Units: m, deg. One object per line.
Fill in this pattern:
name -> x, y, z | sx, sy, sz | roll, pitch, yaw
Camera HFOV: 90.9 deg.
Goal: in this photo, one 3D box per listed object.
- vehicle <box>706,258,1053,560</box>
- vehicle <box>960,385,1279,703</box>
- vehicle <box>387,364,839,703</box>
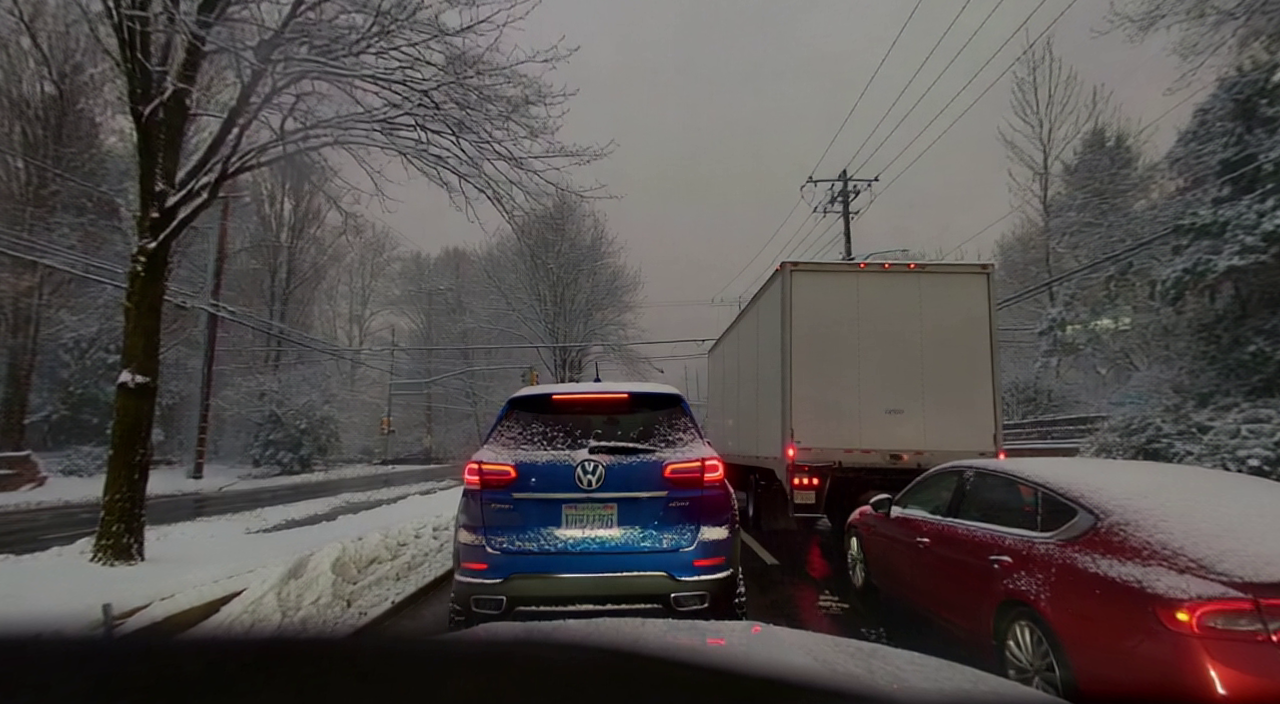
vehicle -> 3.233, 1.256, 11.840 | 2.915, 3.559, 8.848 | 0, -8, -1
vehicle -> 2.828, 0.751, 1.196 | 1.971, 1.484, 4.728 | 0, -8, 0
vehicle -> -0.121, 1.230, 5.143 | 2.114, 1.732, 4.230 | 0, -8, 0
